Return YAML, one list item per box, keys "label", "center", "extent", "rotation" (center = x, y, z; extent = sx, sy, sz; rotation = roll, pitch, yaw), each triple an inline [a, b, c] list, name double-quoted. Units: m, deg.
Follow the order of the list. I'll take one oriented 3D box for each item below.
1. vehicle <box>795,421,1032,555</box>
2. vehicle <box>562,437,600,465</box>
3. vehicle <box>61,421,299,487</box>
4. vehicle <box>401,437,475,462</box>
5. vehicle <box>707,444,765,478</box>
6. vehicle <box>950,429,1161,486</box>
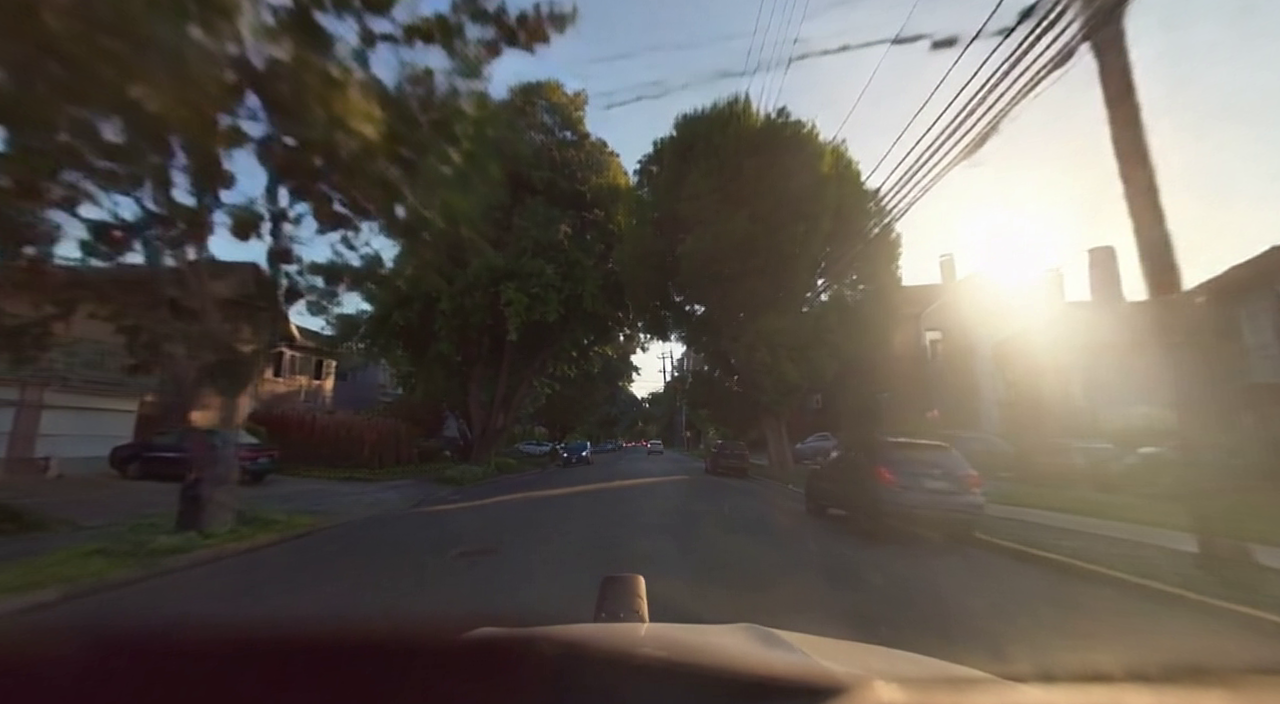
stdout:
- label: "vehicle"
  center: [4.225, 2.171, 10.884]
  extent: [2.066, 1.753, 4.877]
  rotation: [0, -8, 3]
- label: "vehicle"
  center: [-4.170, 7.065, 45.550]
  extent: [2.164, 1.810, 5.044]
  rotation: [1, -7, 1]
- label: "vehicle"
  center: [-12.307, 2.751, 17.179]
  extent: [4.792, 1.521, 2.077]
  rotation: [2, -8, 1]
- label: "vehicle"
  center: [-13.883, 6.693, 43.393]
  extent: [4.702, 1.675, 1.984]
  rotation: [-4, -9, 27]
- label: "vehicle"
  center: [4.438, 5.119, 29.969]
  extent: [2.031, 1.471, 4.328]
  rotation: [0, -8, -1]
- label: "vehicle"
  center: [12.120, 3.117, 18.678]
  extent: [4.905, 1.570, 1.900]
  rotation: [0, -10, -2]
